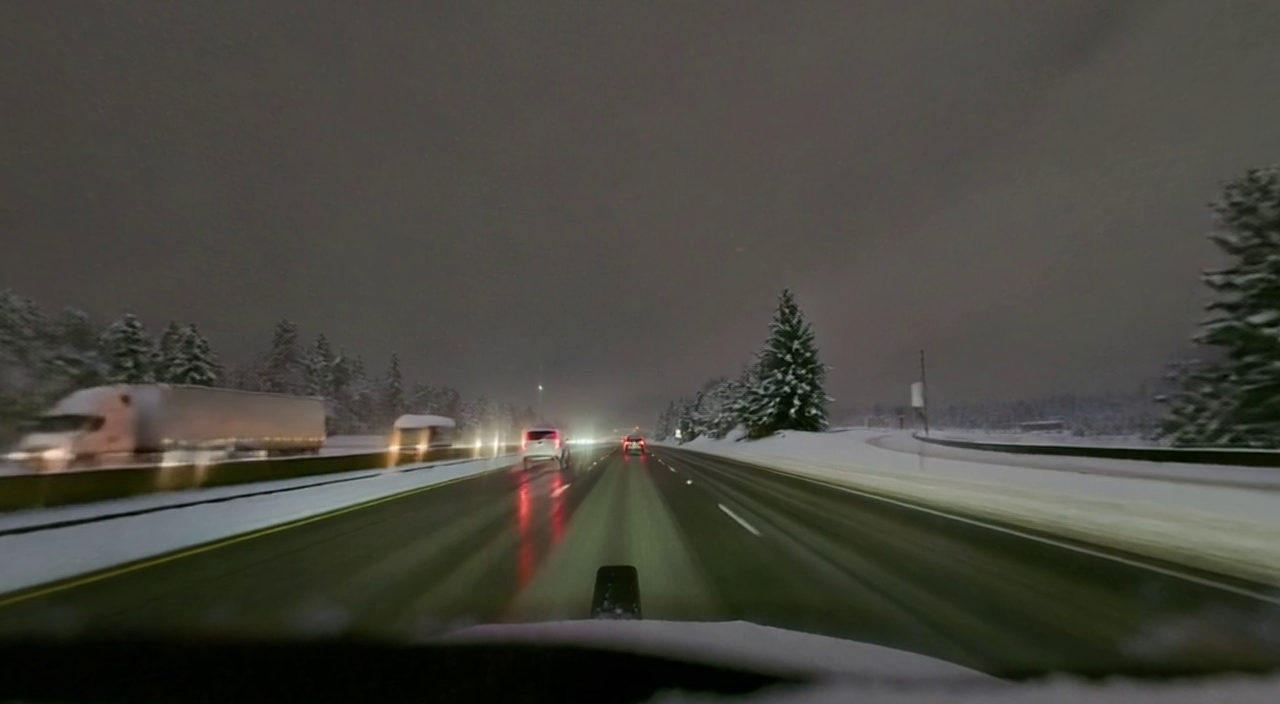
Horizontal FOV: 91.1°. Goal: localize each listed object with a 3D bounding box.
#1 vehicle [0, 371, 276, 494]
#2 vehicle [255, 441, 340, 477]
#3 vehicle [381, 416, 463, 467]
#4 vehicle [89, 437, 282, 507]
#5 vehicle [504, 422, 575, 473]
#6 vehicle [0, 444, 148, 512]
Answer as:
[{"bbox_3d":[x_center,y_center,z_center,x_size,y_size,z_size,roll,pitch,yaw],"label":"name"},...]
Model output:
[{"bbox_3d":[-19.858,3.342,25.904,3.141,3.906,11.698,0,-8,-2],"label":"vehicle"},{"bbox_3d":[-15.913,4.948,29.424,1.846,1.550,3.815,0,-8,0],"label":"vehicle"},{"bbox_3d":[-11.769,4.891,34.515,2.420,2.524,5.654,0,-8,0],"label":"vehicle"},{"bbox_3d":[-11.335,2.955,16.119,1.888,1.538,4.057,0,-8,1],"label":"vehicle"},{"bbox_3d":[-3.983,3.885,25.859,2.115,1.887,4.721,0,-8,0],"label":"vehicle"},{"bbox_3d":[-15.928,3.254,16.756,1.874,1.528,4.714,0,-8,-1],"label":"vehicle"}]
